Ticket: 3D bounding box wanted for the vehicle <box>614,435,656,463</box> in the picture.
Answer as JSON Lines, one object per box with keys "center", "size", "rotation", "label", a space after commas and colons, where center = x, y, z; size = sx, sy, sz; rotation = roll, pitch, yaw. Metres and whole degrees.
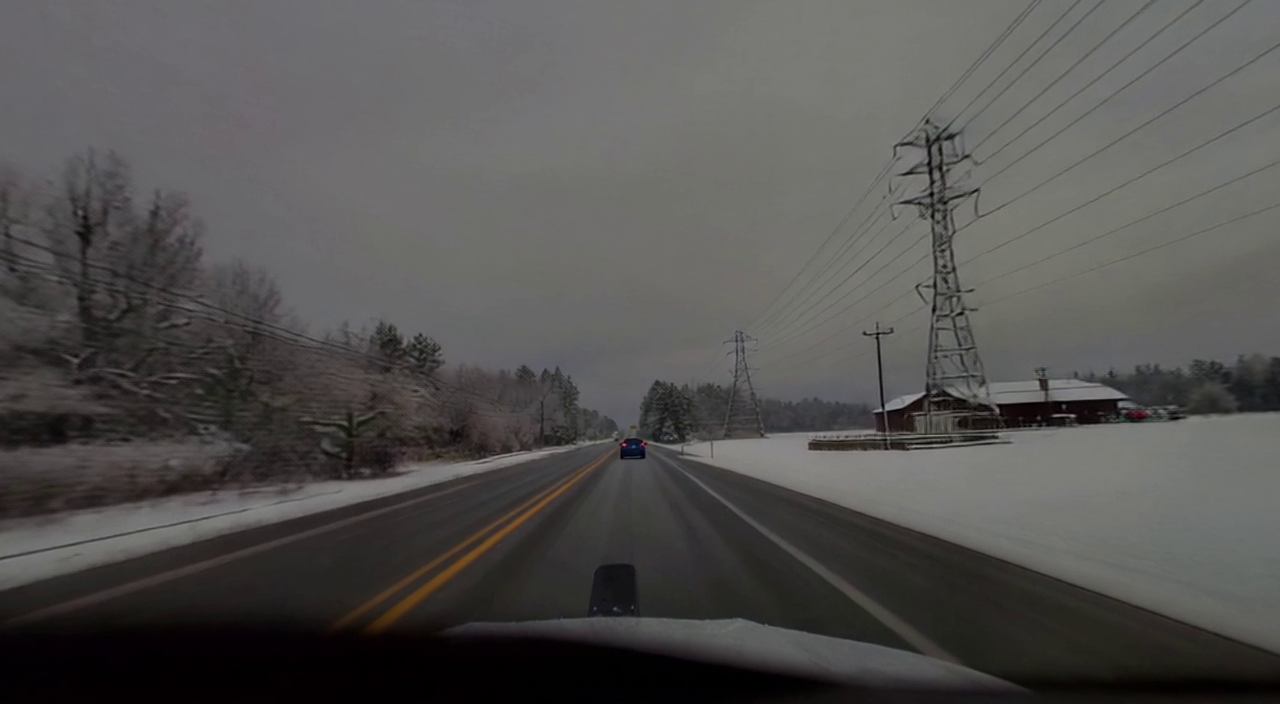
{"center": [-0.274, 5.392, 35.286], "size": [2.241, 1.471, 3.829], "rotation": [0, -8, -1], "label": "vehicle"}
